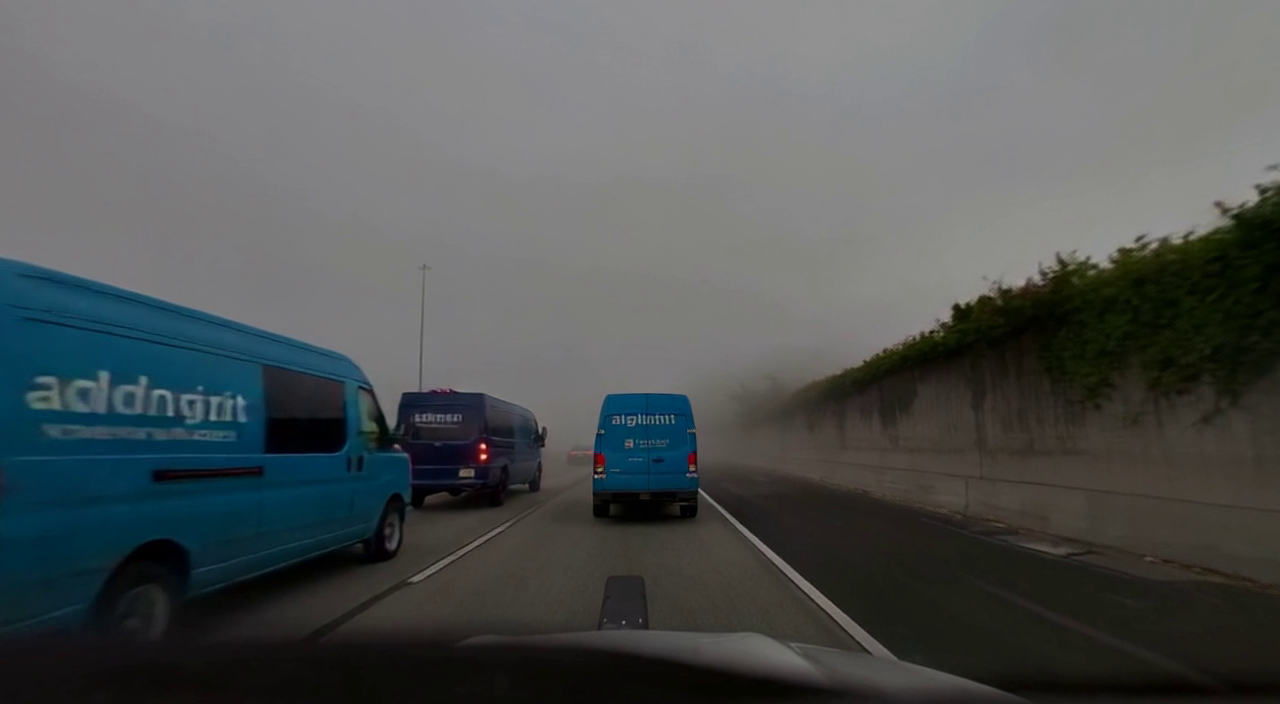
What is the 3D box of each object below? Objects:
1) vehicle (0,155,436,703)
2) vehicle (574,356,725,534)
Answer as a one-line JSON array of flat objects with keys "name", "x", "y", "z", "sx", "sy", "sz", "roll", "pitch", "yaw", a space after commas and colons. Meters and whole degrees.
[{"name": "vehicle", "x": -3.757, "y": 0.846, "z": 4.843, "sx": 2.729, "sy": 2.439, "sz": 5.418, "roll": 1, "pitch": -9, "yaw": -3}, {"name": "vehicle", "x": 0.132, "y": 1.895, "z": 12.995, "sx": 2.316, "sy": 2.738, "sz": 6.398, "roll": 0, "pitch": -9, "yaw": 0}]
